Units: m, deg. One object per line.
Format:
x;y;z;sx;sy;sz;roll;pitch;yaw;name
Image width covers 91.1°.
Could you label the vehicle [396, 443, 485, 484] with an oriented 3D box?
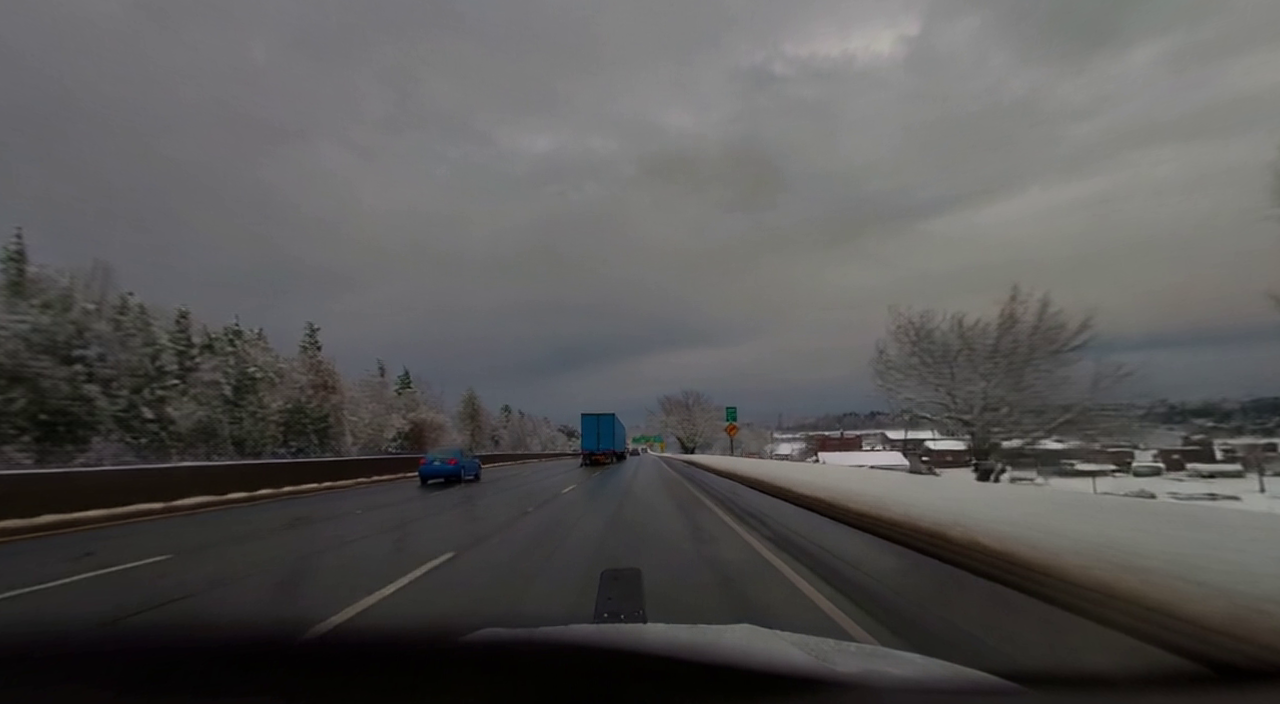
-7.700;4.314;24.732;1.901;1.467;4.629;0;-8;1;vehicle
